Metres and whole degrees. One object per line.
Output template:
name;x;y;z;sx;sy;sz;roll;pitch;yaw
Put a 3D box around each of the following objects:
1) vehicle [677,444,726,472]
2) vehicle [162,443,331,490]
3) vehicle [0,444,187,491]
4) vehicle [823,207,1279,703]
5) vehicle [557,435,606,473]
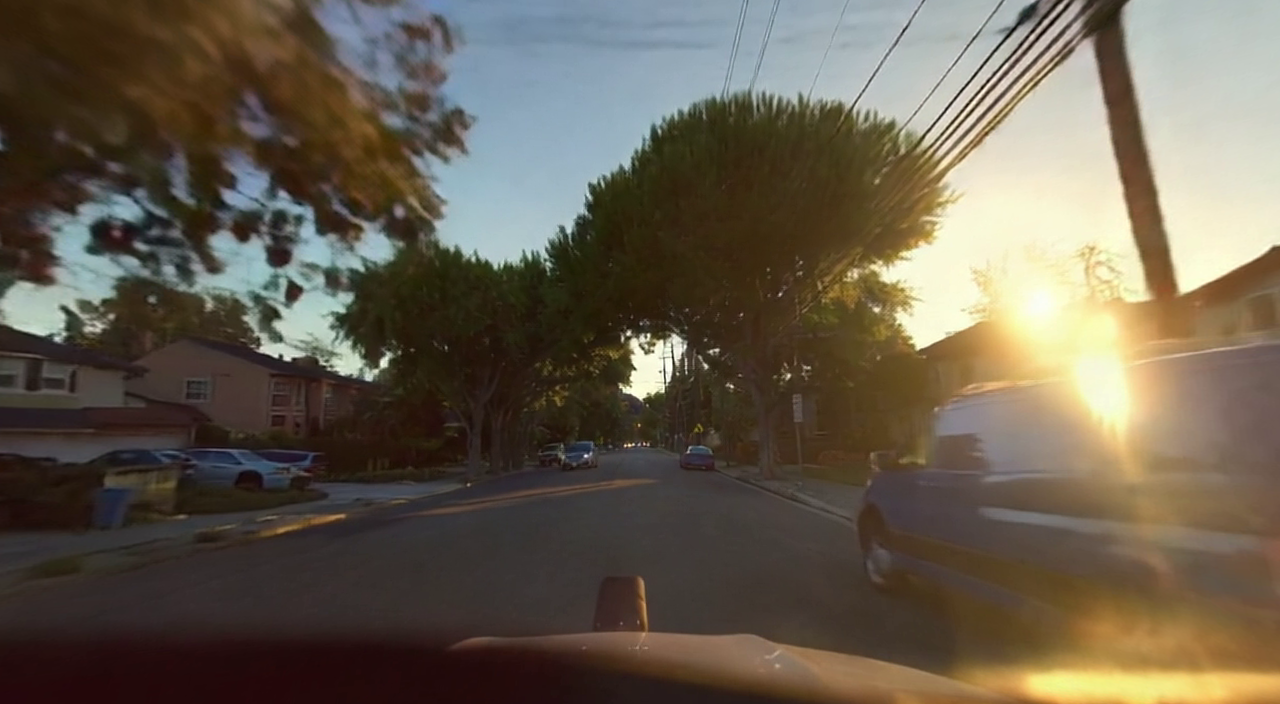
vehicle;3.308;5.809;34.958;1.944;1.439;4.500;0;-9;-4
vehicle;-13.268;3.878;21.545;4.443;1.475;1.932;0;-9;-2
vehicle;-18.502;3.903;21.500;4.615;1.482;2.073;-1;-8;2
vehicle;3.030;0.870;3.618;2.311;2.069;5.156;0;-9;-1
vehicle;-3.017;5.423;33.671;2.032;1.836;4.520;-1;-9;2
